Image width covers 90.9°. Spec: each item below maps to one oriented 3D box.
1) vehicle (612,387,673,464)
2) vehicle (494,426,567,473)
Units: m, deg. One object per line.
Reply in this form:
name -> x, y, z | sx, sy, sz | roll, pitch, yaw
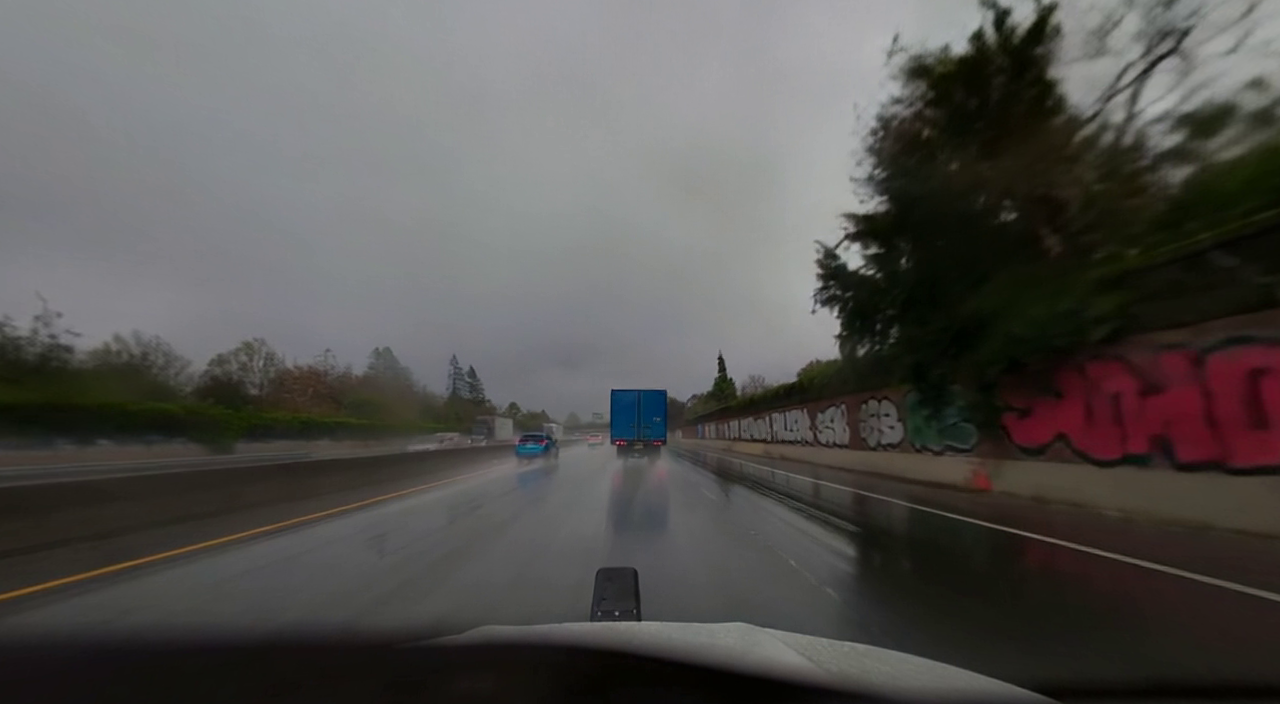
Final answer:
vehicle -> 0.031, 4.141, 34.739 | 2.927, 3.649, 9.443 | 0, -8, -1
vehicle -> -4.172, 3.779, 24.665 | 2.058, 1.645, 4.130 | 0, -8, 0
